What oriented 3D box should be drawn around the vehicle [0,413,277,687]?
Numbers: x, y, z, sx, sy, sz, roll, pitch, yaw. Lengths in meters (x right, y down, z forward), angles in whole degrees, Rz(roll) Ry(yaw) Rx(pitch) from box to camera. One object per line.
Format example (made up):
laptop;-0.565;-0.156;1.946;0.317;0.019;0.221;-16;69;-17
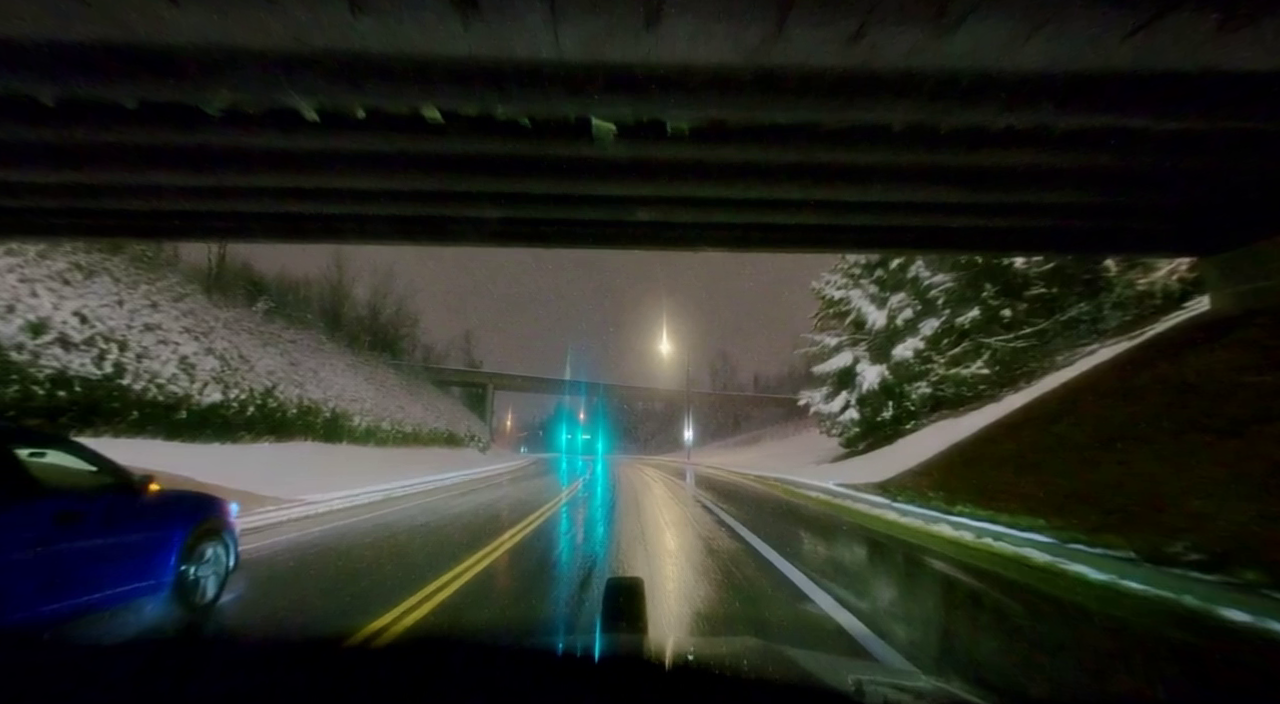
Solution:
vehicle;-4.529;1.153;3.834;1.968;1.503;4.443;0;-9;0
